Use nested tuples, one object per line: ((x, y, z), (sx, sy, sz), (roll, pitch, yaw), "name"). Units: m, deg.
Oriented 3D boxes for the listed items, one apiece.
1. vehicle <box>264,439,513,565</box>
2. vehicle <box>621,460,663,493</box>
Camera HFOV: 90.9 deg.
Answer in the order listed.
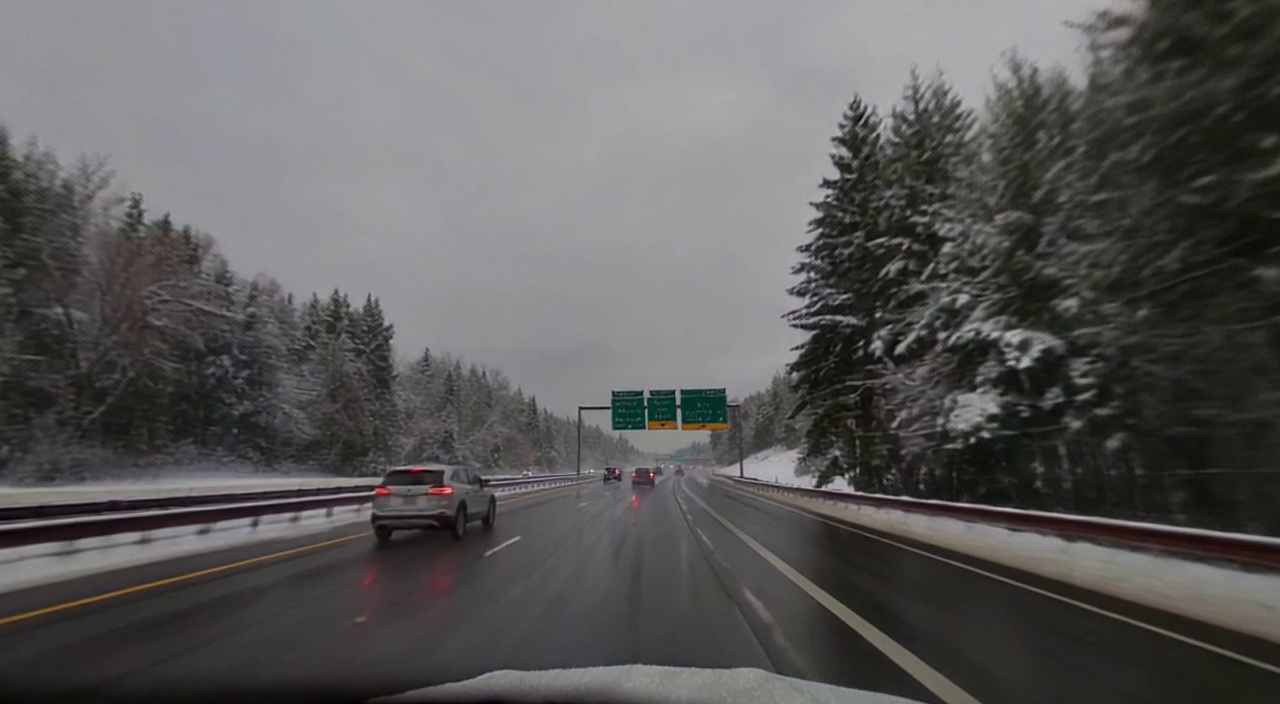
((-3.734, 2.376, 10.548), (2.063, 1.556, 4.740), (1, -10, 2), "vehicle")
((0.181, 6.705, 34.015), (2.000, 1.594, 3.996), (1, -10, 4), "vehicle")
